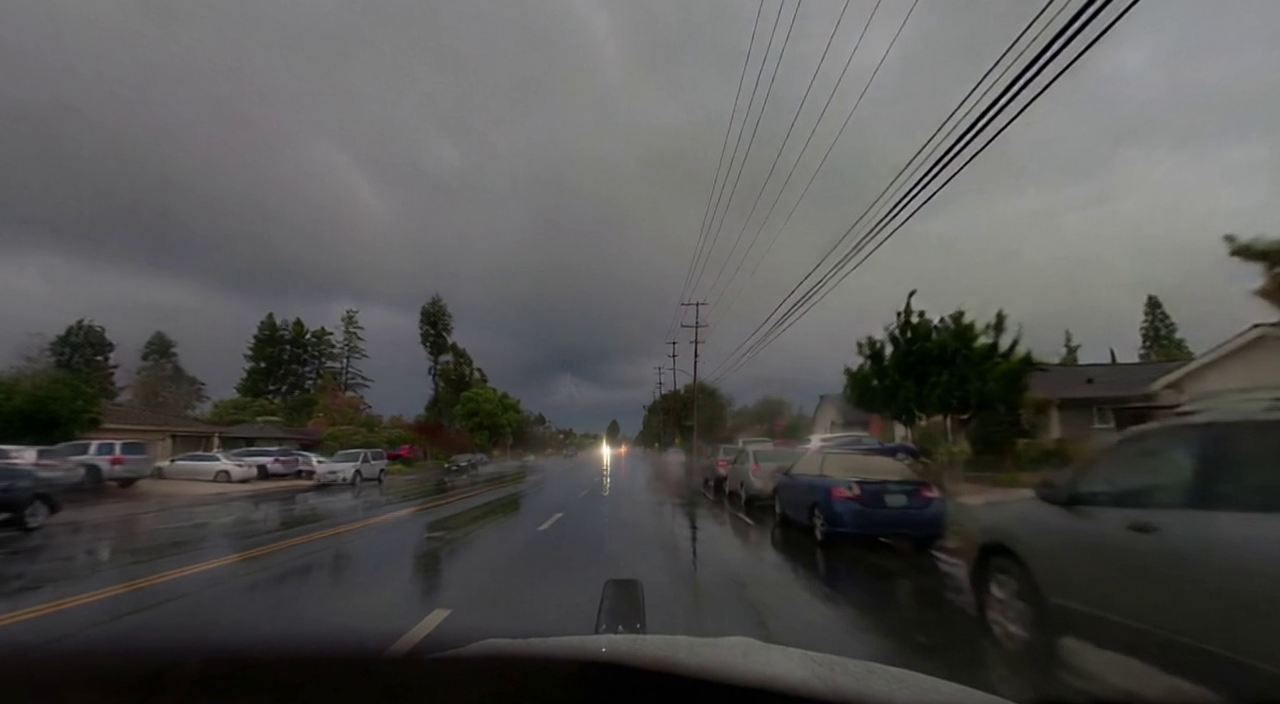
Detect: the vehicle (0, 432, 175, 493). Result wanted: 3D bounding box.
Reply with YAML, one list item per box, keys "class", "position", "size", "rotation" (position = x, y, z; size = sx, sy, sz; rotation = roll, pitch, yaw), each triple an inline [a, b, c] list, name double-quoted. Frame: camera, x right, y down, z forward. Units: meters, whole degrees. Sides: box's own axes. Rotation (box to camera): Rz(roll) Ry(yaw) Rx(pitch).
- class: "vehicle"
  position: [-21.906, 4.352, 24.861]
  size: [5.504, 2.069, 2.216]
  rotation: [-2, -9, 2]

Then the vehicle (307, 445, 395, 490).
- class: "vehicle"
  position: [-13.672, 5.452, 30.244]
  size: [2.137, 1.852, 4.541]
  rotation: [-2, -8, 0]

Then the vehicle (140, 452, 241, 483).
- class: "vehicle"
  position: [-22.116, 5.685, 31.190]
  size: [3.692, 1.441, 1.625]
  rotation: [0, -9, -2]

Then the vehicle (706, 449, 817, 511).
- class: "vehicle"
  position: [3.049, 3.320, 16.957]
  size: [1.866, 1.414, 4.604]
  rotation: [1, -9, -3]

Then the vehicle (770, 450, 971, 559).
- class: "vehicle"
  position: [3.509, 2.357, 10.661]
  size: [1.818, 1.400, 4.640]
  rotation: [0, -9, 3]

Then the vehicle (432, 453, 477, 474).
- class: "vehicle"
  position: [-14.056, 8.458, 48.110]
  size: [2.011, 1.480, 4.644]
  rotation: [0, -9, 0]

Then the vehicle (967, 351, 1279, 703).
- class: "vehicle"
  position: [3.482, 0.871, 2.361]
  size: [2.045, 1.746, 4.564]
  rotation: [0, -9, 0]
